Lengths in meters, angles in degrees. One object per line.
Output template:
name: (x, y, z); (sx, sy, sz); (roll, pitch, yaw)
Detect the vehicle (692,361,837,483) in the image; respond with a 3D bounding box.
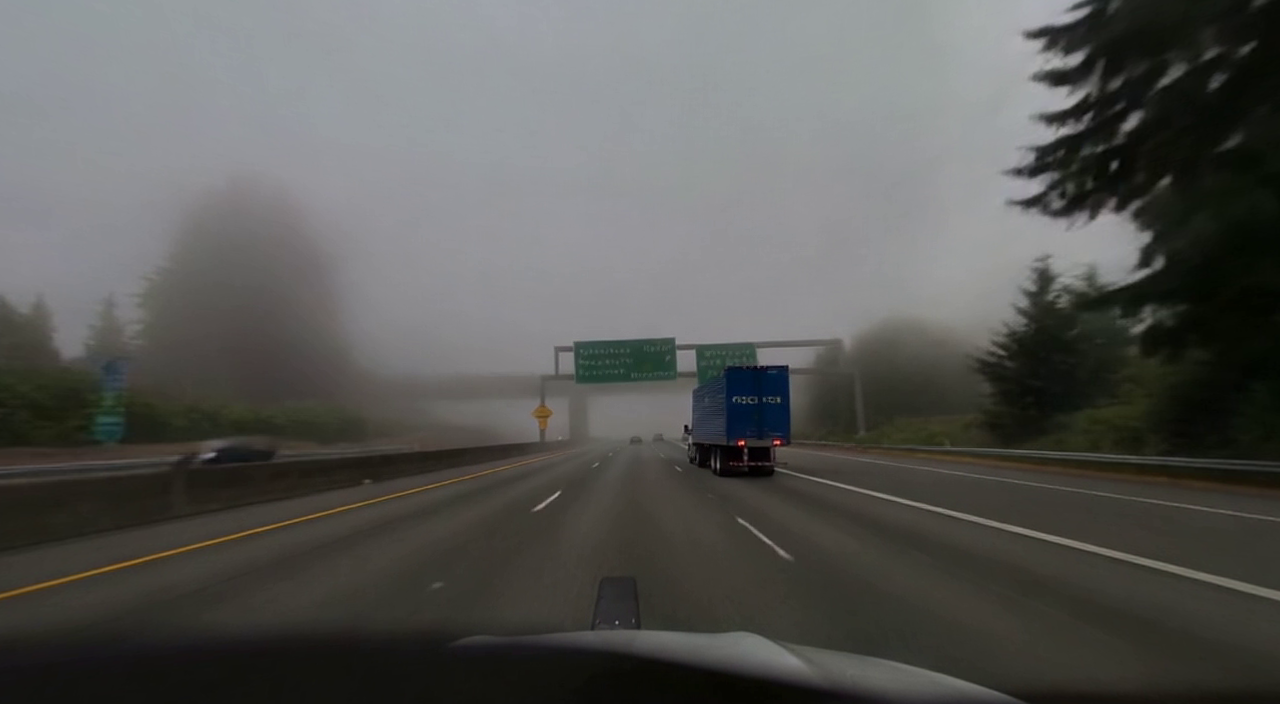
vehicle: (3.924, 2.658, 23.128); (2.849, 3.391, 11.018); (0, -8, -1)

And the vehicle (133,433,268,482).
vehicle: (-16.450, 3.928, 23.930); (1.953, 1.661, 4.341); (0, -8, 1)
